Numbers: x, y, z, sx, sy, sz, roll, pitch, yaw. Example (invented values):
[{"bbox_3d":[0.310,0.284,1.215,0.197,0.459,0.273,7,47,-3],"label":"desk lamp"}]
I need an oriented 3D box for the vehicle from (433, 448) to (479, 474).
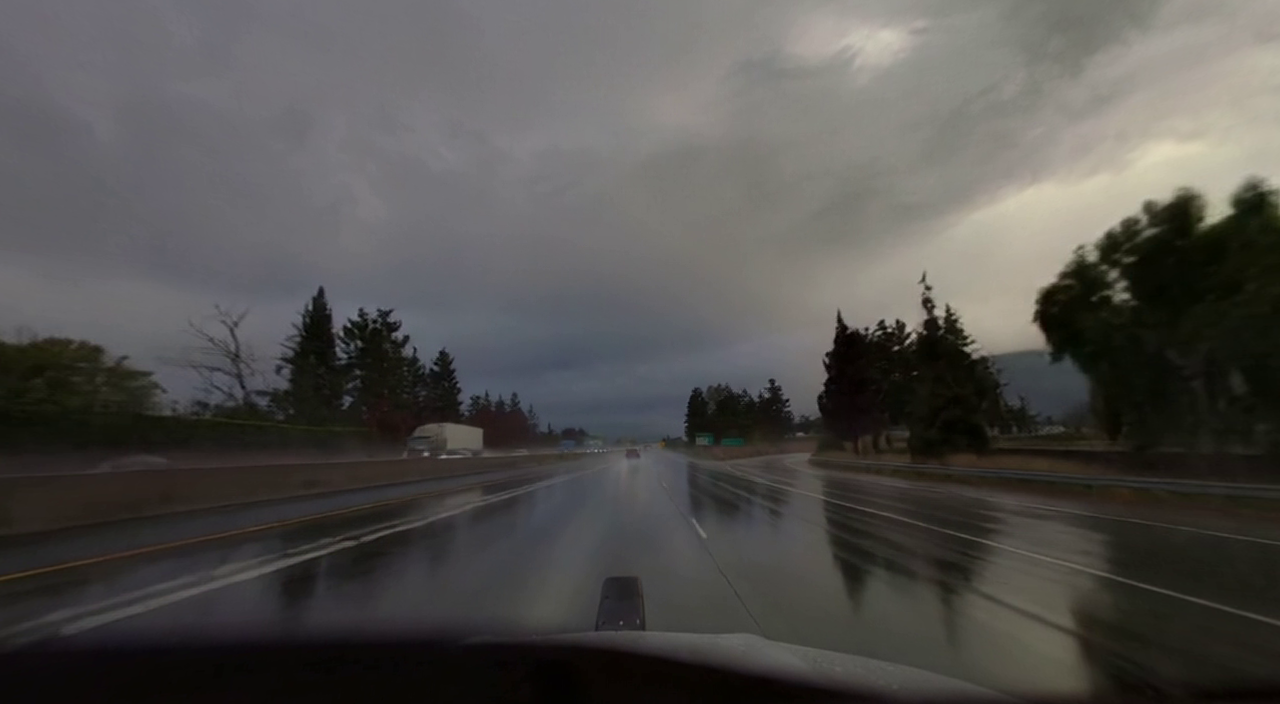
[{"bbox_3d":[-11.961,7.061,41.224,1.862,1.580,3.706,0,-9,1],"label":"vehicle"}]
